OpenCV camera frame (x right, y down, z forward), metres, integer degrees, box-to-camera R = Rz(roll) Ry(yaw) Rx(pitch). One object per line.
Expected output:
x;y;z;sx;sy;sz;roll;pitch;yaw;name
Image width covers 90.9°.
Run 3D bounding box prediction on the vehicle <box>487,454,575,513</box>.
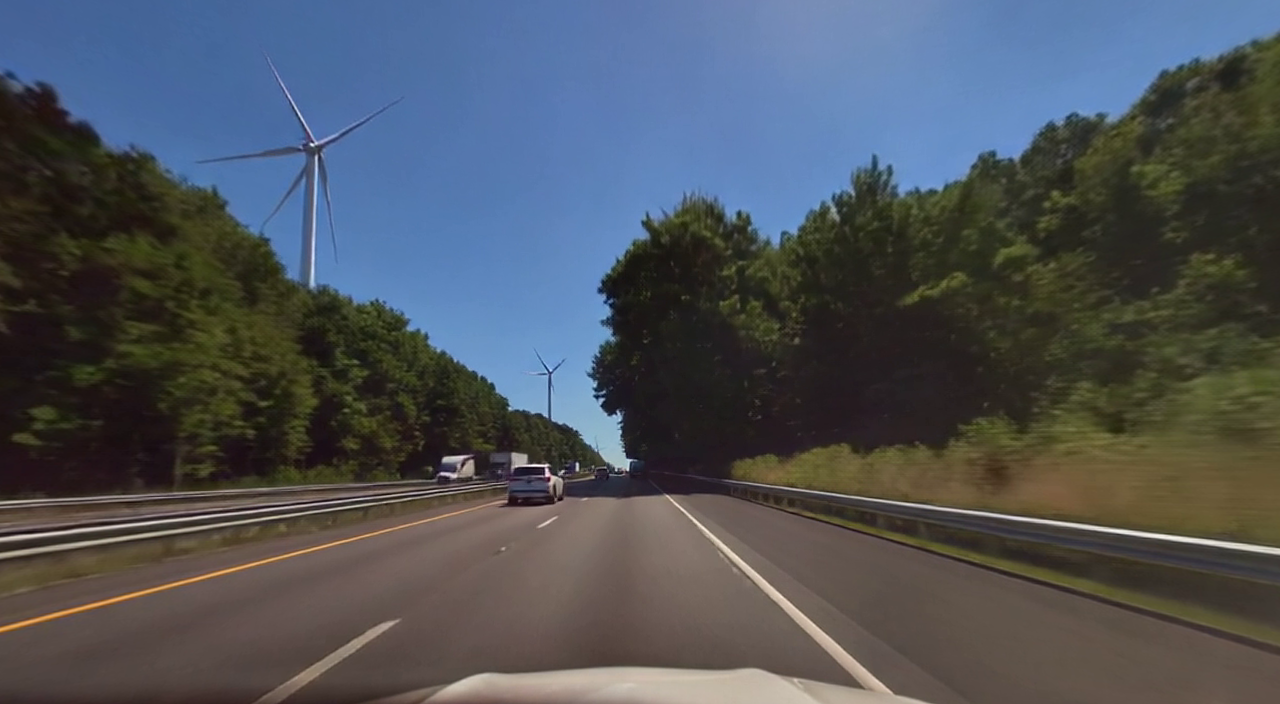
-3.508;4.386;21.265;2.124;1.705;4.440;1;-11;1;vehicle
